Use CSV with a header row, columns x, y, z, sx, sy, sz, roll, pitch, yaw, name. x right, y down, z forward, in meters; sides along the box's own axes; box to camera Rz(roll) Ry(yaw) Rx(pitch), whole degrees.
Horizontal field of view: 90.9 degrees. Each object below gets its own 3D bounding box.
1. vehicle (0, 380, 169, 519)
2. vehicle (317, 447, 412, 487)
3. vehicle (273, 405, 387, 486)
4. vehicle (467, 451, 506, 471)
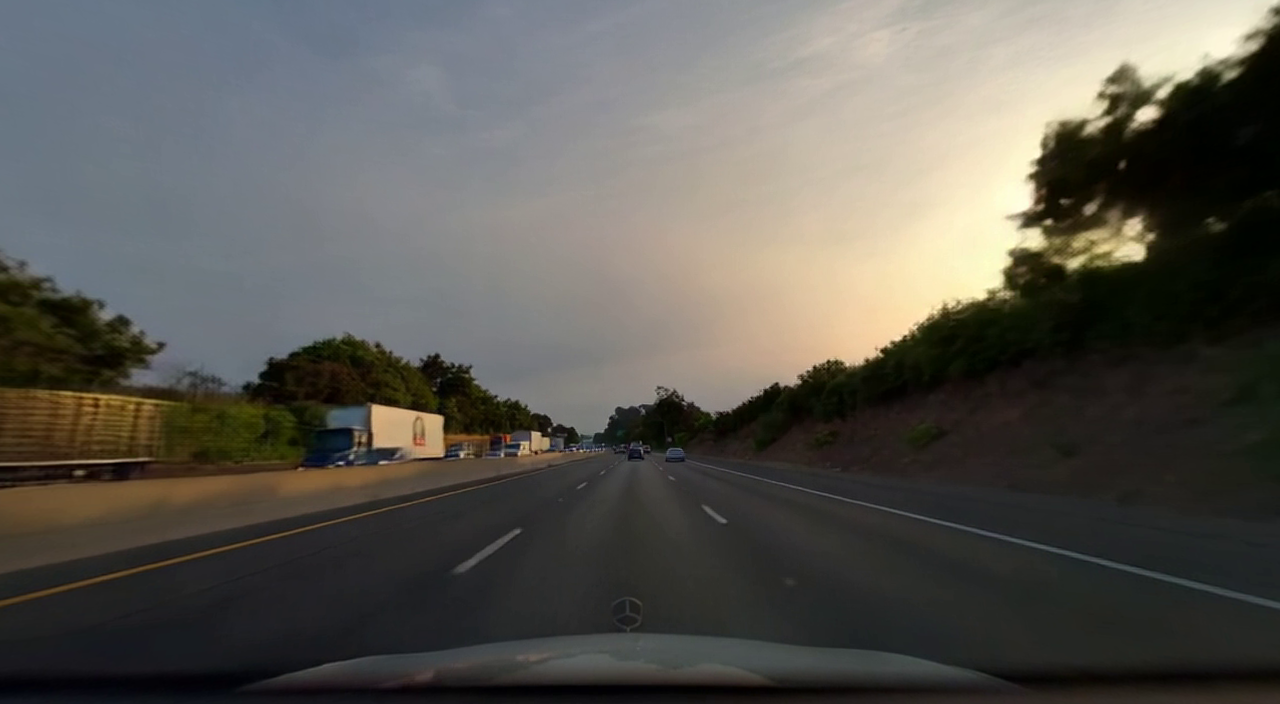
x,y,z,sx,sy,sz,roll,pitch,yaw,name
-20.337,2.807,18.186,2.813,4.068,14.060,0,-9,-1,vehicle
-11.389,4.764,26.433,1.964,1.522,4.419,0,-9,1,vehicle
-16.654,5.125,34.406,2.996,3.982,5.952,0,-9,0,vehicle
-11.702,8.342,48.296,1.945,1.439,4.329,0,-9,-1,vehicle
